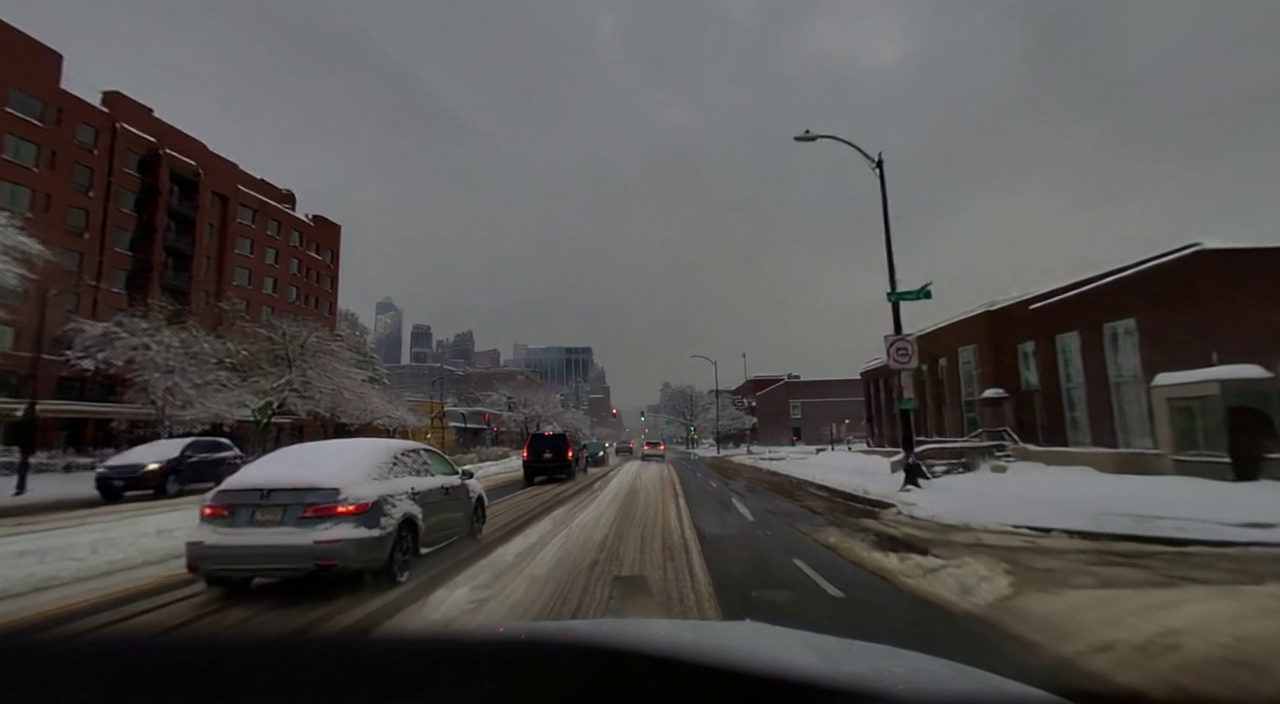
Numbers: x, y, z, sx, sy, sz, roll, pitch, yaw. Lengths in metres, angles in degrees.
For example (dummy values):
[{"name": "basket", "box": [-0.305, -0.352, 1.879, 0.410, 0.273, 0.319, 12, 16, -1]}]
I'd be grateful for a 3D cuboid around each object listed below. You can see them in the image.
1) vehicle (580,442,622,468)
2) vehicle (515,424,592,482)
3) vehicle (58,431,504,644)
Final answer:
[{"name": "vehicle", "box": [-2.326, 6.282, 38.661, 2.246, 1.481, 4.146, 0, -9, 2]}, {"name": "vehicle", "box": [-3.180, 3.854, 24.189, 2.152, 1.987, 4.527, 0, -9, 2]}, {"name": "vehicle", "box": [-2.878, 1.567, 6.413, 1.959, 1.406, 4.272, 0, -9, 1]}]
